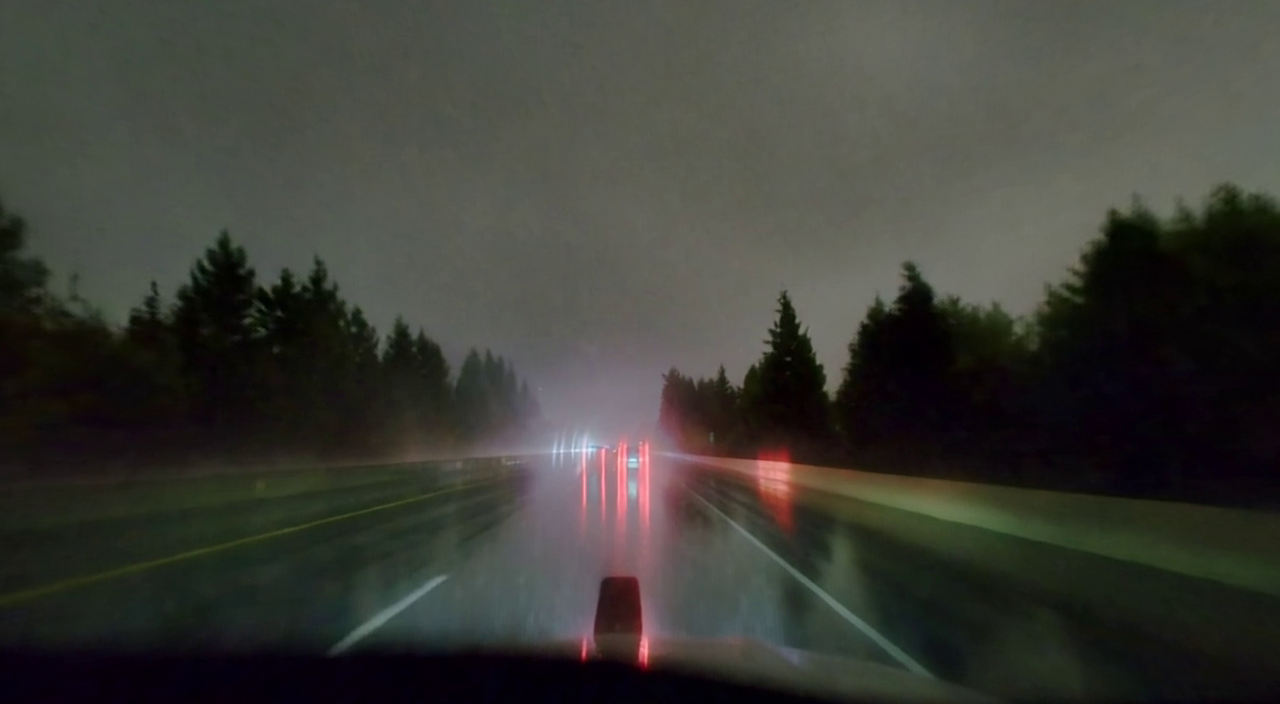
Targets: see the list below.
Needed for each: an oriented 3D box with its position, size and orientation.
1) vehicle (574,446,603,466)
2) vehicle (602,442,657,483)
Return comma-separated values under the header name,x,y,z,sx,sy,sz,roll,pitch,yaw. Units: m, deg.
name,x,y,z,sx,sy,sz,roll,pitch,yaw
vehicle,-3.919,7.950,48.056,1.994,1.470,3.752,0,-9,-1
vehicle,-0.414,4.432,25.377,2.066,1.490,3.759,0,-9,-1
